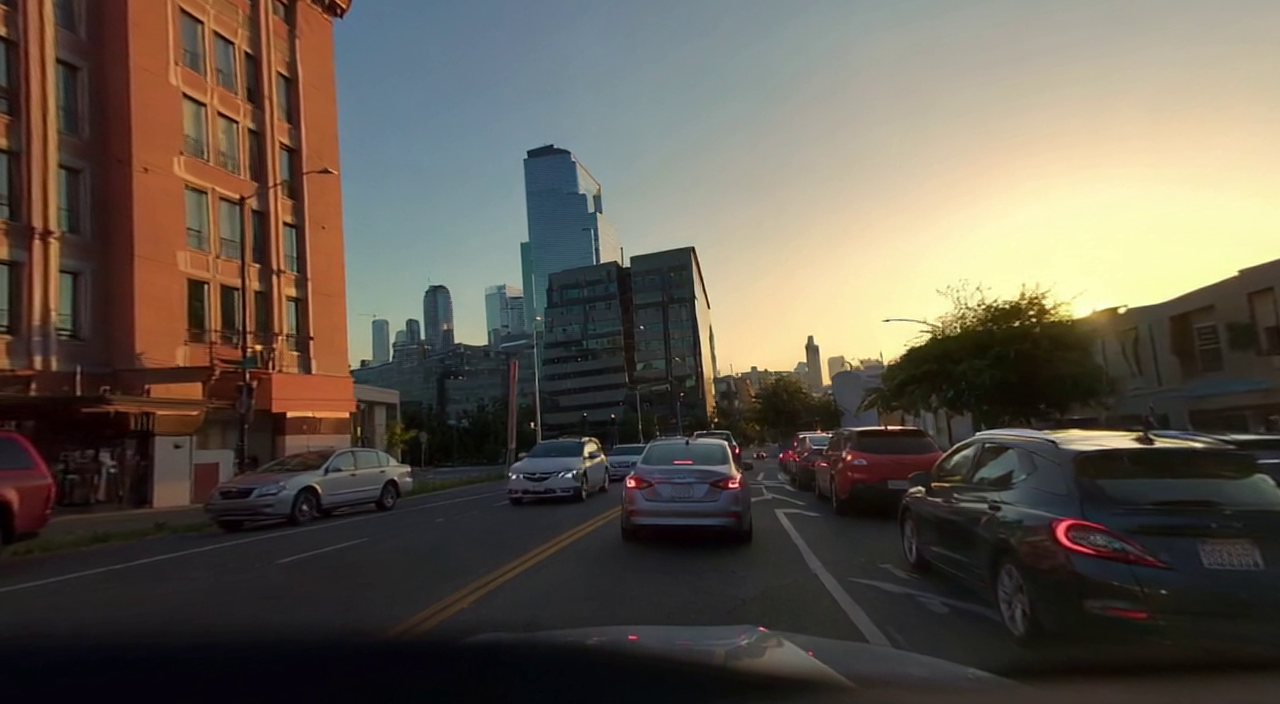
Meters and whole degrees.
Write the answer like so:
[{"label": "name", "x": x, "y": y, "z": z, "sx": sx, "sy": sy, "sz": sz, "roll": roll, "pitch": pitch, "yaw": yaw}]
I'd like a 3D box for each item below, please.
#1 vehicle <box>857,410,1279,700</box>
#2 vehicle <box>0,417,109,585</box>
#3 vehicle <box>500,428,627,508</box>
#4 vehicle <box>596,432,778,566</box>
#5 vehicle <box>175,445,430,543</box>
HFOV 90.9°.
[{"label": "vehicle", "x": 3.350, "y": 1.376, "z": 5.477, "sx": 1.982, "sy": 1.510, "sz": 4.144, "roll": -1, "pitch": -8, "yaw": 8}, {"label": "vehicle", "x": -8.007, "y": 1.472, "z": 5.777, "sx": 1.934, "sy": 1.770, "sz": 4.546, "roll": -3, "pitch": -9, "yaw": 8}, {"label": "vehicle", "x": -1.783, "y": 2.933, "z": 16.468, "sx": 2.102, "sy": 1.771, "sz": 4.599, "roll": -1, "pitch": -8, "yaw": 9}, {"label": "vehicle", "x": 0.743, "y": 1.913, "z": 8.977, "sx": 2.031, "sy": 1.461, "sz": 3.763, "roll": -1, "pitch": -8, "yaw": 7}, {"label": "vehicle", "x": -6.142, "y": 2.570, "z": 12.225, "sx": 1.928, "sy": 1.503, "sz": 4.322, "roll": -2, "pitch": -9, "yaw": 12}]
